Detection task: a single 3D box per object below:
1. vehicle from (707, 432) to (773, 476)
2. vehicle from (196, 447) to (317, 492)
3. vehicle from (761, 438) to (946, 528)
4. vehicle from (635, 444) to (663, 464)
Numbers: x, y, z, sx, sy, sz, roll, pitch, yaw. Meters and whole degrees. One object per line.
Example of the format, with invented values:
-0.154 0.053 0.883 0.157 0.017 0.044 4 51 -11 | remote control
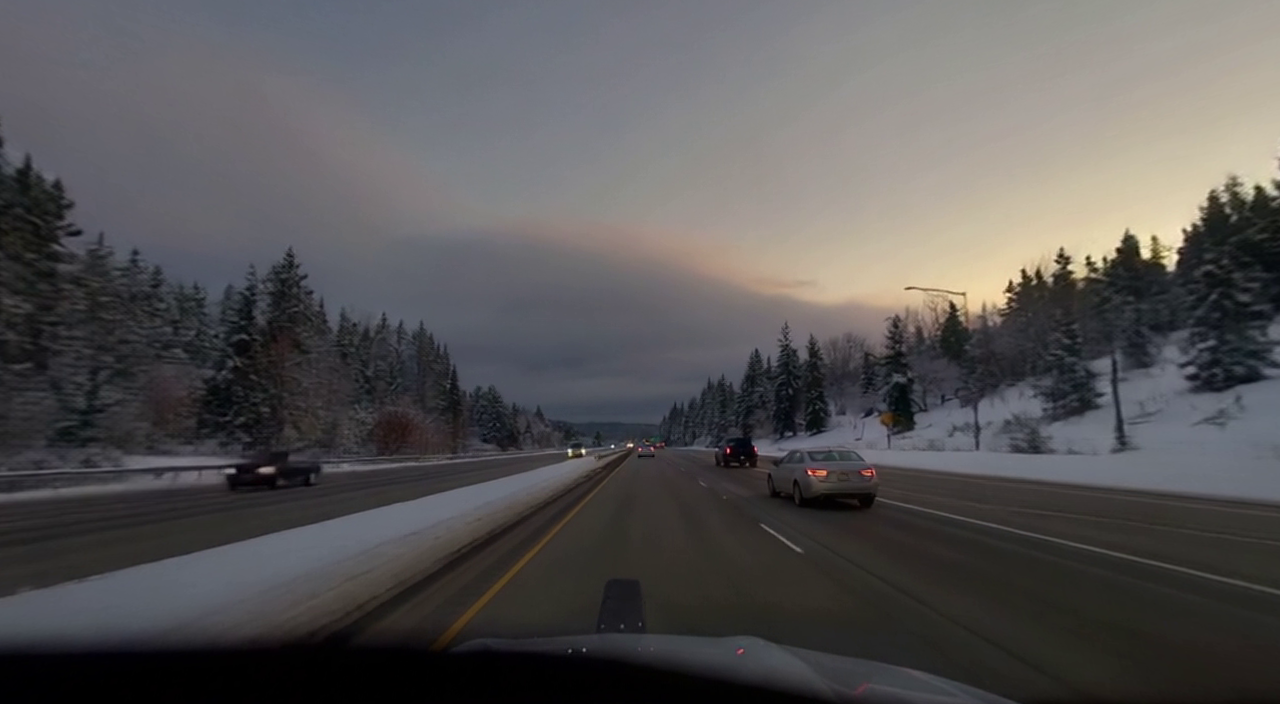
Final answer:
4.691 4.888 30.350 2.206 1.902 5.460 0 -8 -1 | vehicle
-15.213 4.639 25.244 2.012 1.624 4.428 0 -8 1 | vehicle
3.969 2.499 12.723 1.904 1.453 4.789 0 -8 -2 | vehicle
0.639 7.832 48.471 2.052 1.472 4.295 0 -8 0 | vehicle
